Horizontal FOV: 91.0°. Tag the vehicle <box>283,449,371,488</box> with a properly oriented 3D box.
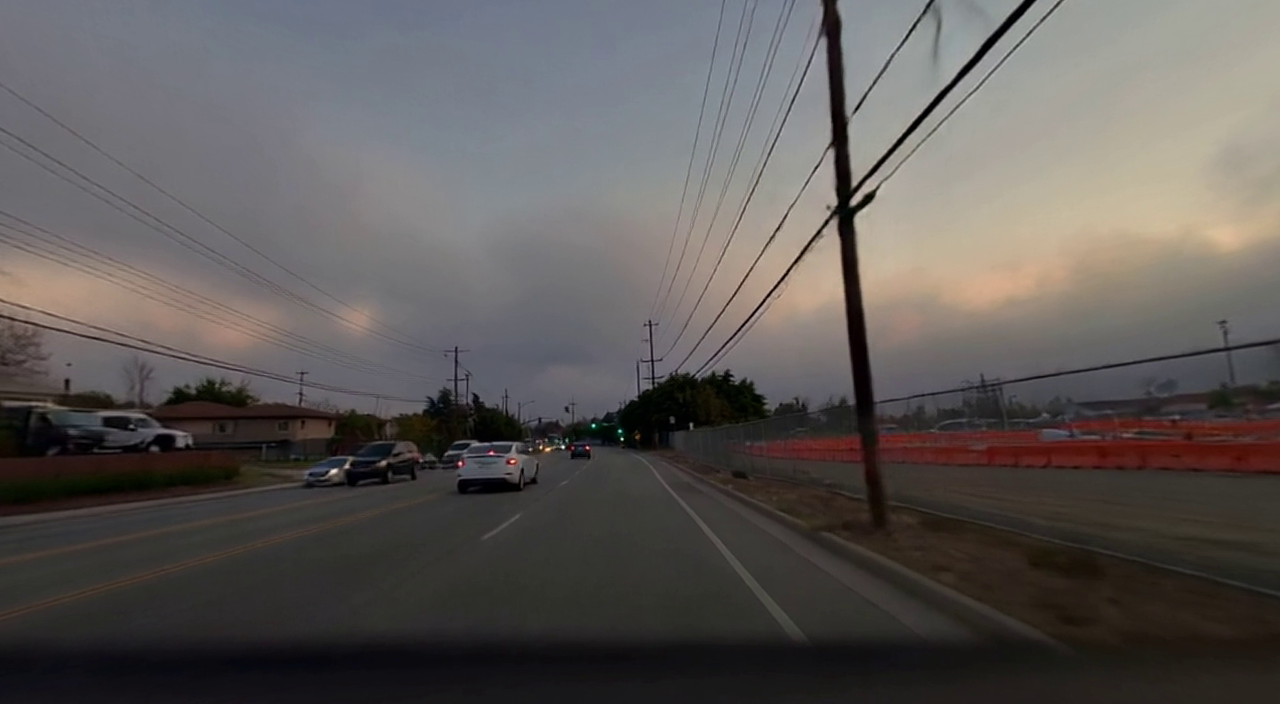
[{"bbox_3d":[-14.637,5.427,29.748,2.081,1.515,4.307,-3,-8,-2],"label":"vehicle"}]

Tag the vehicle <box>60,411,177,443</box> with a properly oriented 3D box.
[{"bbox_3d":[-24.967,3.620,30.274,3.898,1.463,1.839,1,-8,-2],"label":"vehicle"}]

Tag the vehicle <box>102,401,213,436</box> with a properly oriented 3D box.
[{"bbox_3d":[-24.584,3.427,32.198,3.949,1.754,2.074,0,-7,0],"label":"vehicle"}]

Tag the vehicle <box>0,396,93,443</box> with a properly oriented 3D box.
[{"bbox_3d":[-24.873,2.656,24.714,4.635,1.737,2.146,1,-8,-4],"label":"vehicle"}]

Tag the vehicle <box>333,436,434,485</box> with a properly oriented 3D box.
[{"bbox_3d":[-10.633,4.520,26.570,2.206,1.845,4.917,1,-8,-1],"label":"vehicle"}]

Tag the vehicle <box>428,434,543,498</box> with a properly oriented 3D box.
[{"bbox_3d":[-4.022,3.046,17.273,2.020,1.489,4.469,0,-8,0],"label":"vehicle"}]
